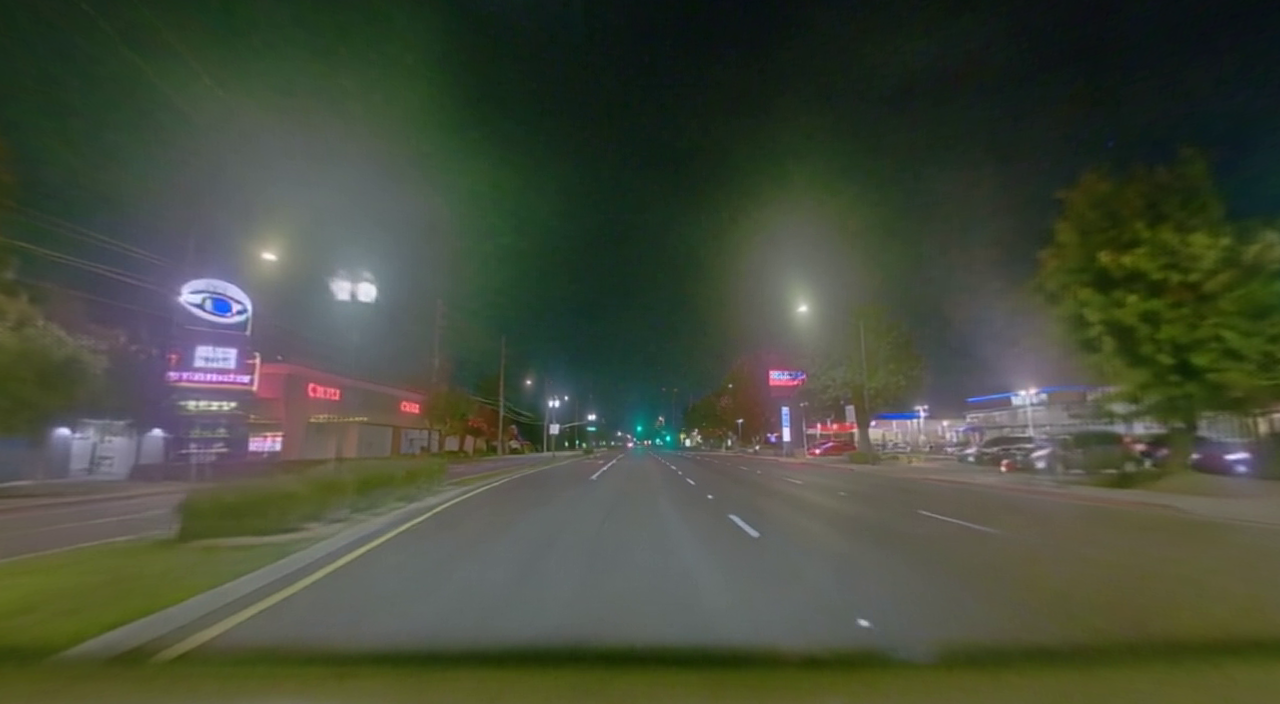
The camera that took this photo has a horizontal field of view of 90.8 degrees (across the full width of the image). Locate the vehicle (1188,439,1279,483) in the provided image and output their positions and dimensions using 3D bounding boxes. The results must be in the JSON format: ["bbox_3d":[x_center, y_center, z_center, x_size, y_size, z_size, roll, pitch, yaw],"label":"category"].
[{"bbox_3d":[22.673,3.857,22.561,1.791,1.458,4.316,0,-9,-12],"label":"vehicle"}]

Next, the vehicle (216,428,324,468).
[{"bbox_3d":[-28.248,7.377,48.448,6.354,2.899,2.812,0,-9,0],"label":"vehicle"}]

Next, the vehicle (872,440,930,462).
[{"bbox_3d":[18.654,7.125,45.403,1.846,1.466,4.679,1,-9,-4],"label":"vehicle"}]

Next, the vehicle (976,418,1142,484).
[{"bbox_3d":[14.947,3.611,23.080,2.235,2.016,5.481,-2,-9,0],"label":"vehicle"}]

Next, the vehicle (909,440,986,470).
[{"bbox_3d":[16.449,5.517,34.088,1.880,1.477,4.556,0,-9,1],"label":"vehicle"}]

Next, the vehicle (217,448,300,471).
[{"bbox_3d":[-27.504,7.766,45.651,4.564,1.494,2.183,-1,-10,-2],"label":"vehicle"}]
